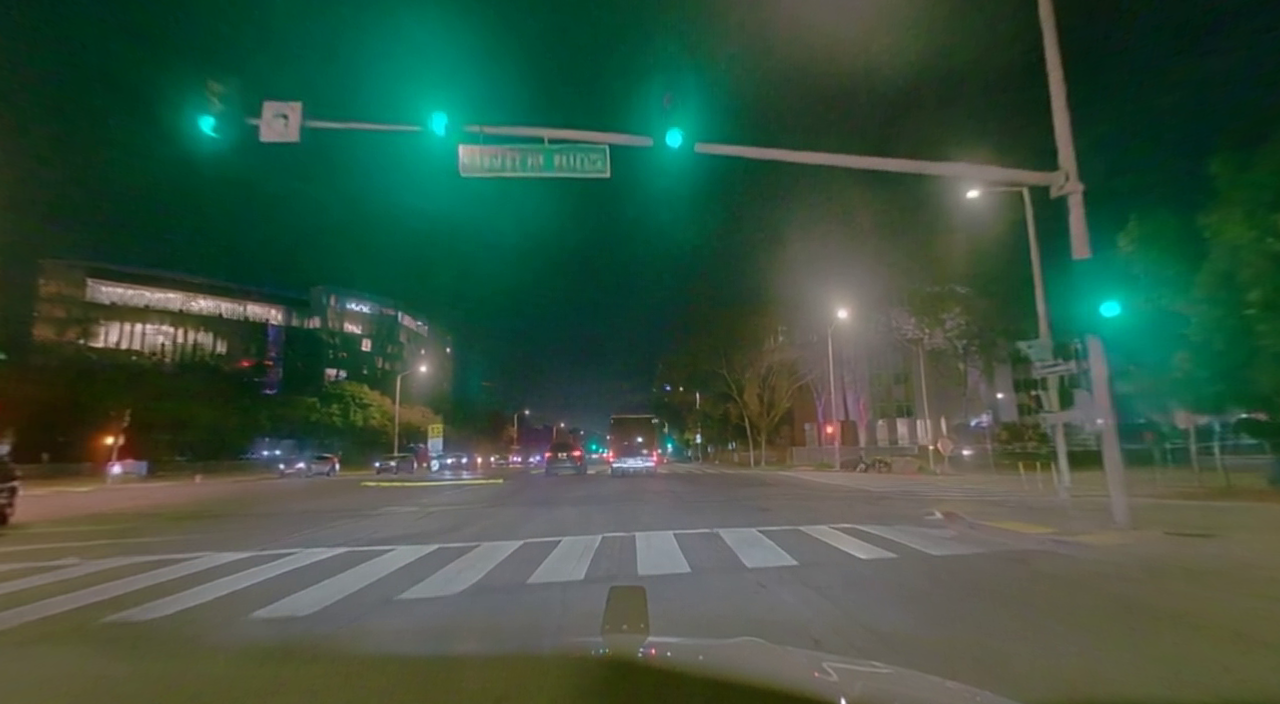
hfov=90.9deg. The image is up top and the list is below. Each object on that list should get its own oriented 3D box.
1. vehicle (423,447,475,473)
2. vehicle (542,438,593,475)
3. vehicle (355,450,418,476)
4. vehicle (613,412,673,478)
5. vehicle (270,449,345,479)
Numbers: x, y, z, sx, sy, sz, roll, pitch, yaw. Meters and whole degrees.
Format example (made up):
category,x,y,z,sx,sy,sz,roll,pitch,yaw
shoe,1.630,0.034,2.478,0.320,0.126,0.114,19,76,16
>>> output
category,x,y,z,sx,sy,sz,roll,pitch,yaw
vehicle,-12.896,7.285,42.854,1.960,1.627,4.784,0,-8,1
vehicle,-3.844,5.658,34.384,2.184,1.830,4.890,0,-8,0
vehicle,-16.243,7.097,40.602,2.022,1.442,4.853,-4,-9,1
vehicle,-0.018,5.196,35.404,2.843,3.120,10.422,0,-8,-2
vehicle,-22.157,7.442,42.219,2.017,1.785,5.092,-1,-8,3
